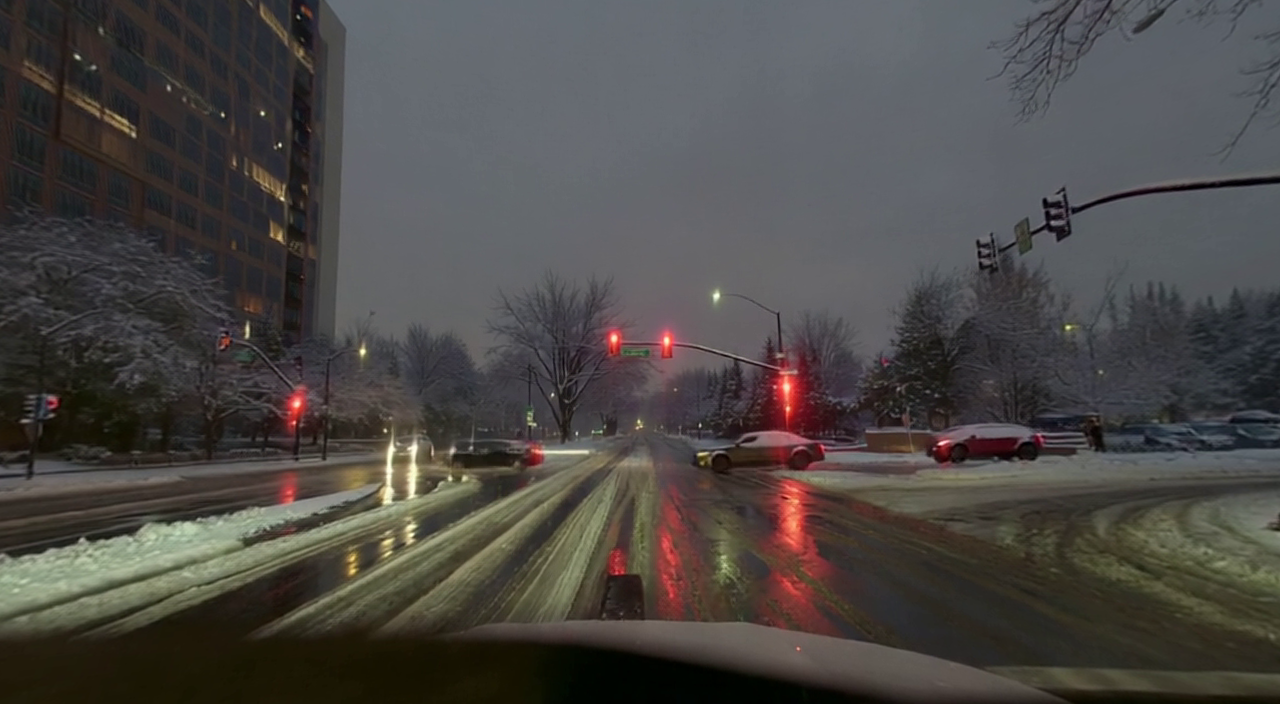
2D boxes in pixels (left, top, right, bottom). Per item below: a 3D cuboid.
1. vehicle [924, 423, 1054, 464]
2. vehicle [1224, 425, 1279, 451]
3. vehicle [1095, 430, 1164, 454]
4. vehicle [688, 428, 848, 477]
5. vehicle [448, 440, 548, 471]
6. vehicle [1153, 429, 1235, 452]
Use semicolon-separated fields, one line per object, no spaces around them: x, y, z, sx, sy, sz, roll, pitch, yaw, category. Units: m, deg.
15.445;4.098;28.201;4.571;1.698;1.977;-2;-9;8;vehicle
42.266;5.714;41.945;2.037;1.614;5.175;0;-8;0;vehicle
33.207;6.147;43.050;2.090;1.494;4.321;-3;-9;15;vehicle
4.198;3.357;21.214;4.916;1.504;1.846;0;-8;-5;vehicle
-6.333;4.668;28.457;4.046;1.306;1.719;-1;-8;3;vehicle
36.575;5.903;41.837;1.726;1.429;4.163;-1;-8;2;vehicle
